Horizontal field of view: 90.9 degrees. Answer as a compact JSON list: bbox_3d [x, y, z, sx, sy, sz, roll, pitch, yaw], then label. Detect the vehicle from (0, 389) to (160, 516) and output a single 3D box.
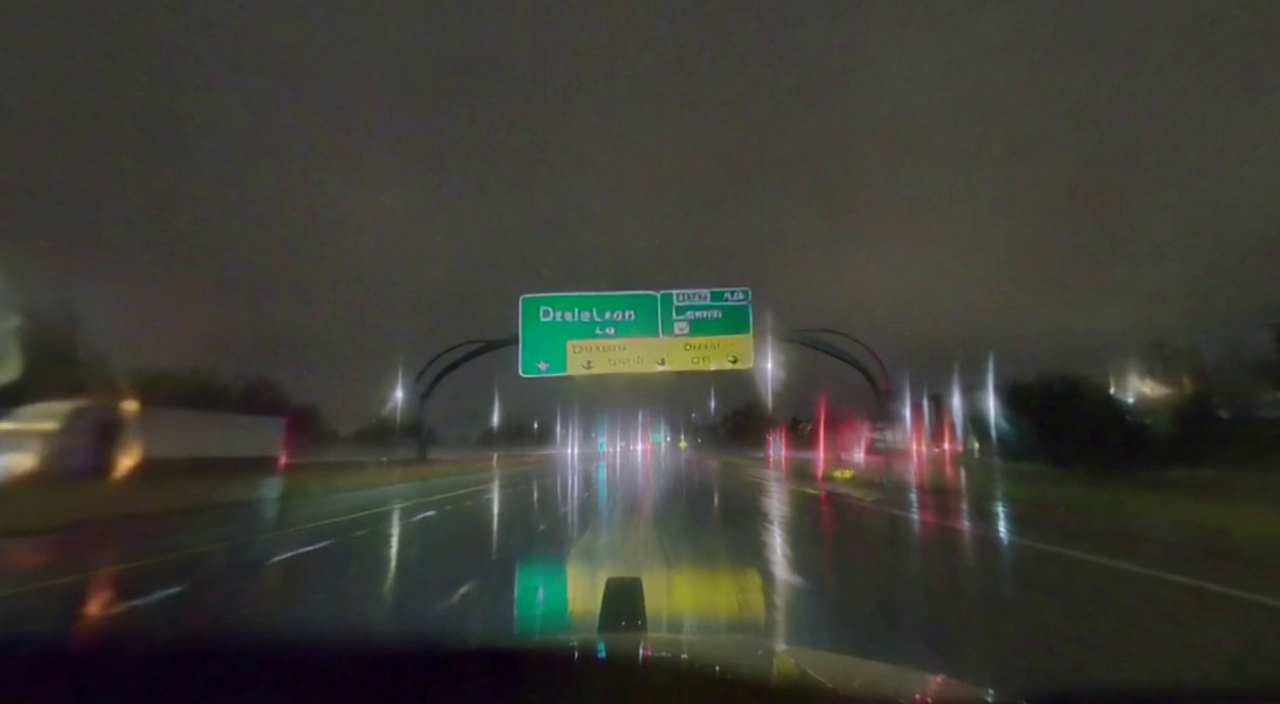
[{"bbox_3d":[-19.560,3.309,20.652,2.894,3.573,5.913,-2,-9,0],"label":"vehicle"}]
